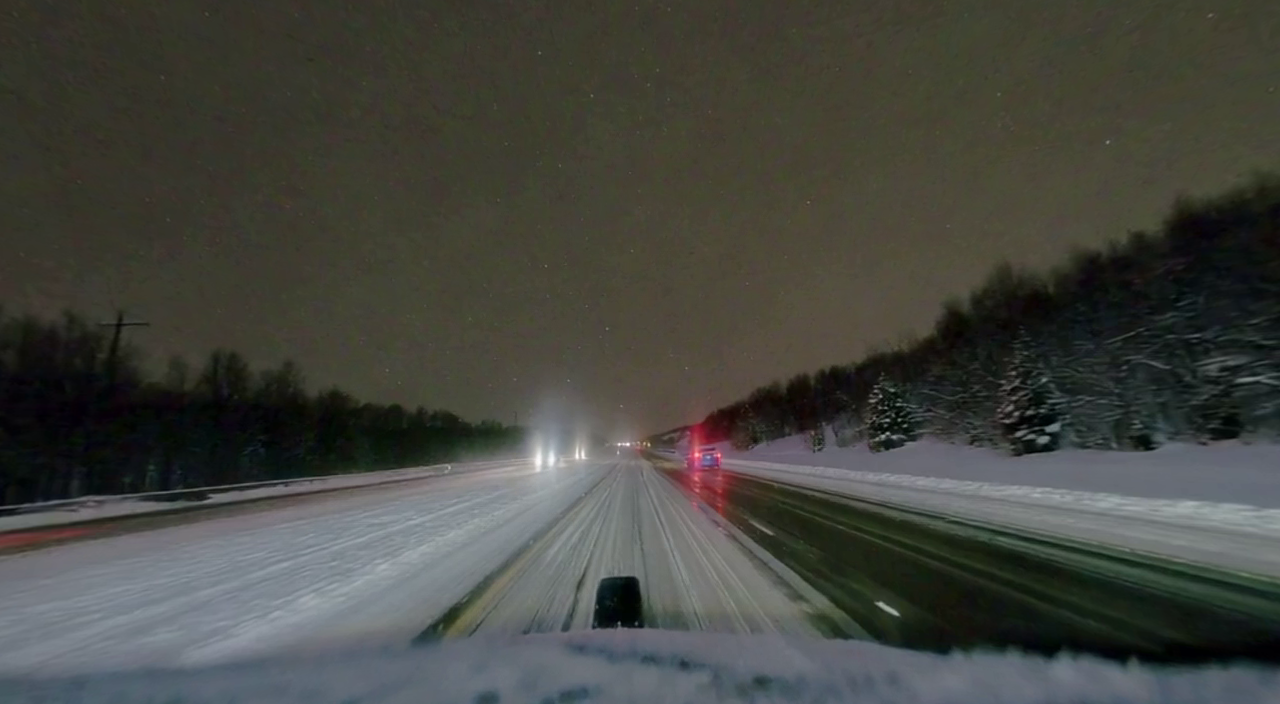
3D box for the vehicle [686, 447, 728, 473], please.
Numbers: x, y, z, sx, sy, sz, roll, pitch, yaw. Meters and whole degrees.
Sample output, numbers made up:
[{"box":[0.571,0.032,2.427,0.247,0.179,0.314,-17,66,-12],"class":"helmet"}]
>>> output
[{"box":[4.007,6.541,38.224,1.981,1.440,4.125,0,-9,-2],"class":"vehicle"}]
